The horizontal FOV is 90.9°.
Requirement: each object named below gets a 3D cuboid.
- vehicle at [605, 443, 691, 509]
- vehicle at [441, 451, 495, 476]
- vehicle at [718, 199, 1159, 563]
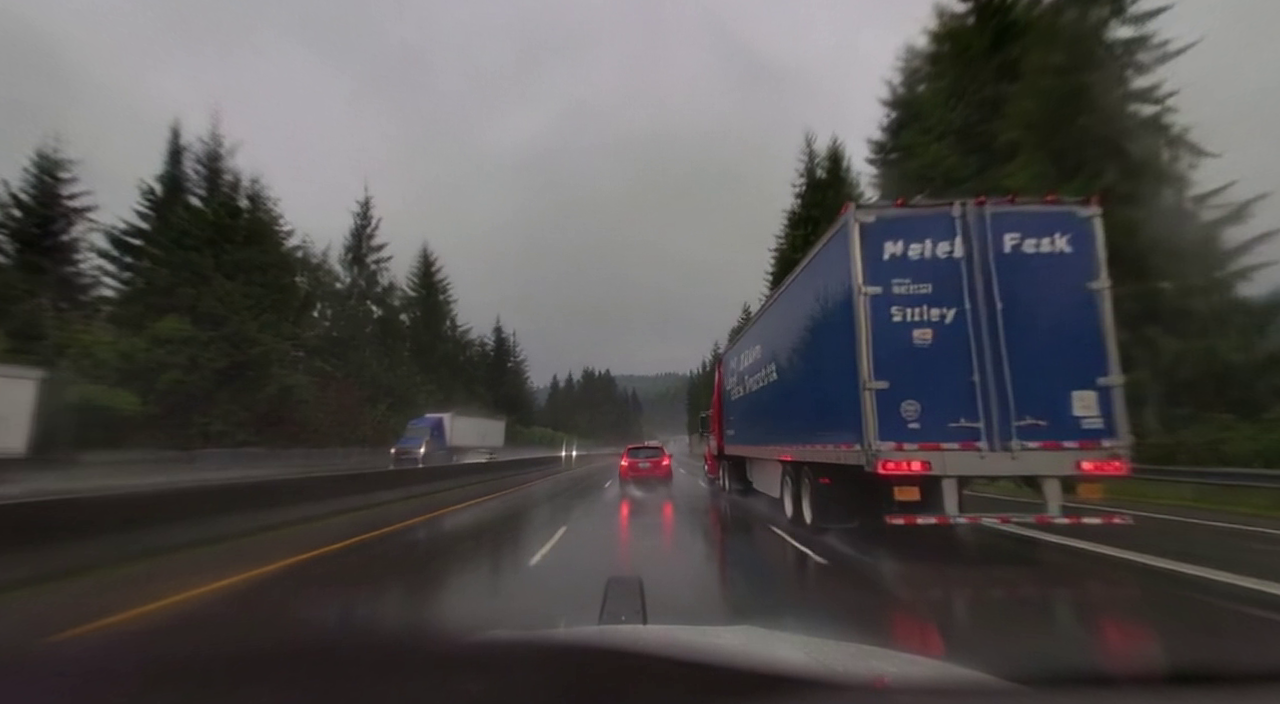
[{"bbox_3d":[0.180,3.323,17.339,2.039,1.532,4.610,0,-9,0],"label":"vehicle"},{"bbox_3d":[-10.801,7.030,39.892,1.979,1.472,4.465,-1,-9,2],"label":"vehicle"},{"bbox_3d":[4.024,1.325,13.782,2.960,4.018,13.834,0,-9,0],"label":"vehicle"}]
